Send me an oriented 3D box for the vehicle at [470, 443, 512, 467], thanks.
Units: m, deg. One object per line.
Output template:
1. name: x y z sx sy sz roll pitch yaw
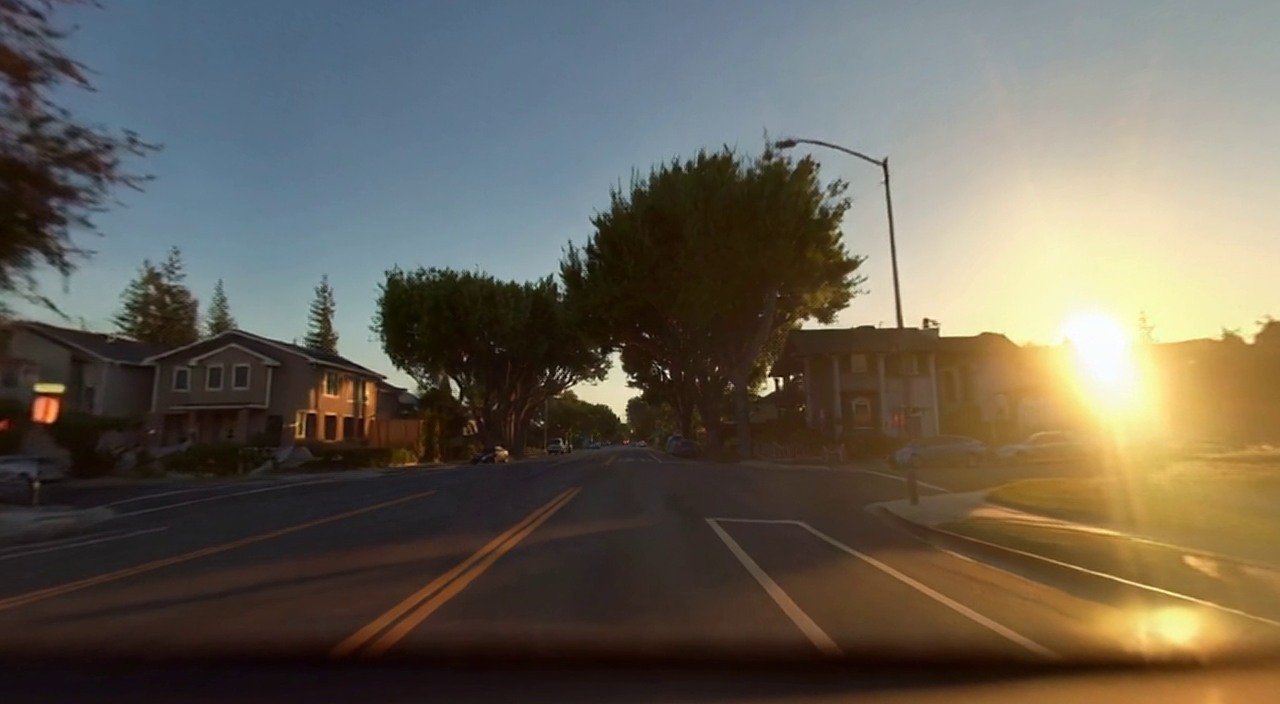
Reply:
1. vehicle: -11.048 7.646 47.220 2.049 1.527 4.677 -4 -8 -1

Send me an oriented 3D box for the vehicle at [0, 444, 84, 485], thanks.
1. vehicle: -30.608 5.404 30.675 5.077 1.866 2.236 0 -8 3

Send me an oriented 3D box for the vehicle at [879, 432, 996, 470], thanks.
1. vehicle: 14.308 4.789 30.597 4.635 1.706 1.954 0 -8 2

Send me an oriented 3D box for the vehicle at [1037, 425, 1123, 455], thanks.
1. vehicle: 26.981 5.442 38.915 2.000 1.773 4.469 0 -8 -1
